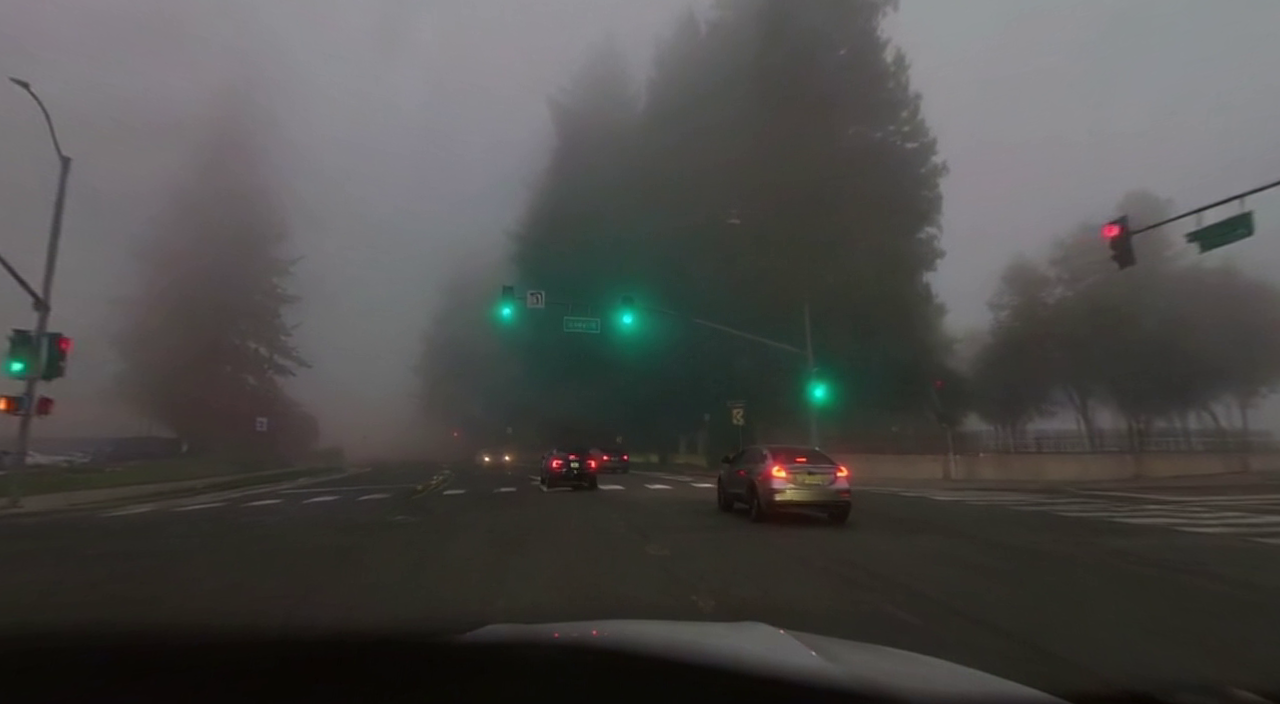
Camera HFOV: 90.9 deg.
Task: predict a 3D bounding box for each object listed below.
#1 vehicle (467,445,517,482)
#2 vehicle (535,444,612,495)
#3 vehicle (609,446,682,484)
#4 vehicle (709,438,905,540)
[{"bbox_3d":[-6.874,5.133,29.229,2.012,1.492,4.079,3,-8,-13],"label":"vehicle"},{"bbox_3d":[-2.459,4.016,22.080,2.308,1.535,4.811,2,-9,-10],"label":"vehicle"},{"bbox_3d":[0.119,4.793,27.204,1.957,1.463,4.701,2,-9,-15],"label":"vehicle"},{"bbox_3d":[2.748,2.368,11.651,1.984,1.476,4.488,1,-9,-6],"label":"vehicle"}]
